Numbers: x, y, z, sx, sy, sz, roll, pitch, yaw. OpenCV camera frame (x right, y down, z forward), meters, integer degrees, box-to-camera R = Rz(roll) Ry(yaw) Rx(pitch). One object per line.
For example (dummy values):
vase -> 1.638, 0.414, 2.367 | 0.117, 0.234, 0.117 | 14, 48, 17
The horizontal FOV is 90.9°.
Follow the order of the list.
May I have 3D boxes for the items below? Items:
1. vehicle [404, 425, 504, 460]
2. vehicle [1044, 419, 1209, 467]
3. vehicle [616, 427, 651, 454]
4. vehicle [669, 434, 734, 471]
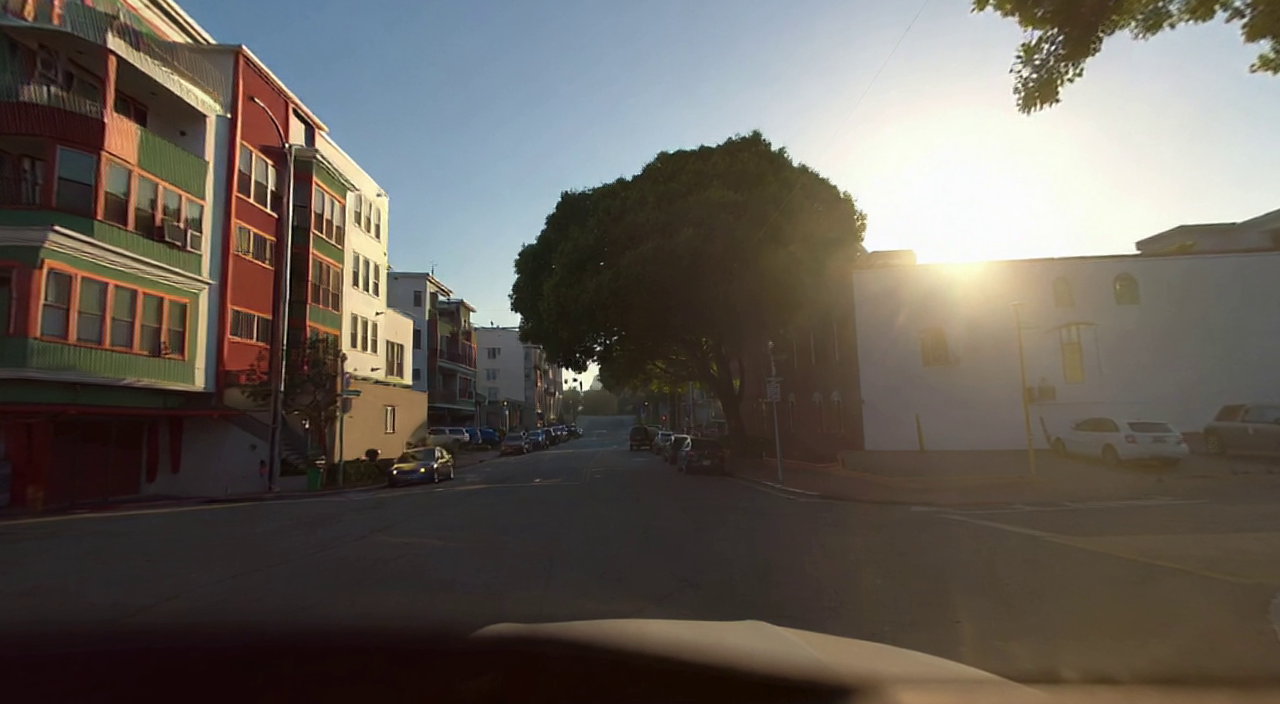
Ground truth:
vehicle -> -11.427, 5.591, 38.882 | 5.540, 1.950, 2.113 | 4, -12, -28
vehicle -> 15.420, 2.914, 20.140 | 3.752, 1.453, 1.709 | 0, -9, 2
vehicle -> -0.456, 6.410, 45.664 | 2.412, 1.834, 4.636 | 0, -8, 0
vehicle -> 2.527, 4.295, 27.059 | 2.290, 1.456, 4.503 | 0, -9, -1
